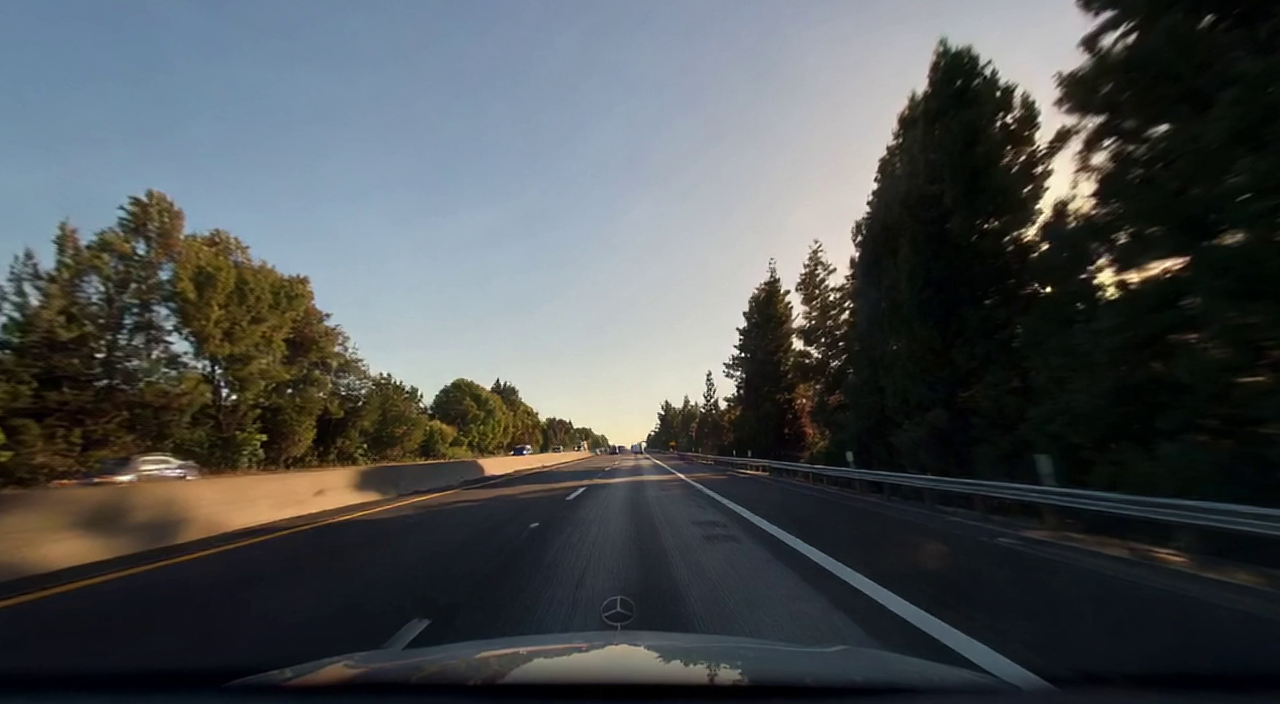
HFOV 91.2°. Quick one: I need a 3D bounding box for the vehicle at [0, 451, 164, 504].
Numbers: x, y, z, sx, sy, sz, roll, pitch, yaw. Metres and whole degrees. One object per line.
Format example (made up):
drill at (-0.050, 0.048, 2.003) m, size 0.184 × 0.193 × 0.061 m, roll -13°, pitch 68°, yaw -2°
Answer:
vehicle at (-18.998, 4.176, 21.302) m, size 1.939 × 1.565 × 4.577 m, roll 0°, pitch -9°, yaw 1°
